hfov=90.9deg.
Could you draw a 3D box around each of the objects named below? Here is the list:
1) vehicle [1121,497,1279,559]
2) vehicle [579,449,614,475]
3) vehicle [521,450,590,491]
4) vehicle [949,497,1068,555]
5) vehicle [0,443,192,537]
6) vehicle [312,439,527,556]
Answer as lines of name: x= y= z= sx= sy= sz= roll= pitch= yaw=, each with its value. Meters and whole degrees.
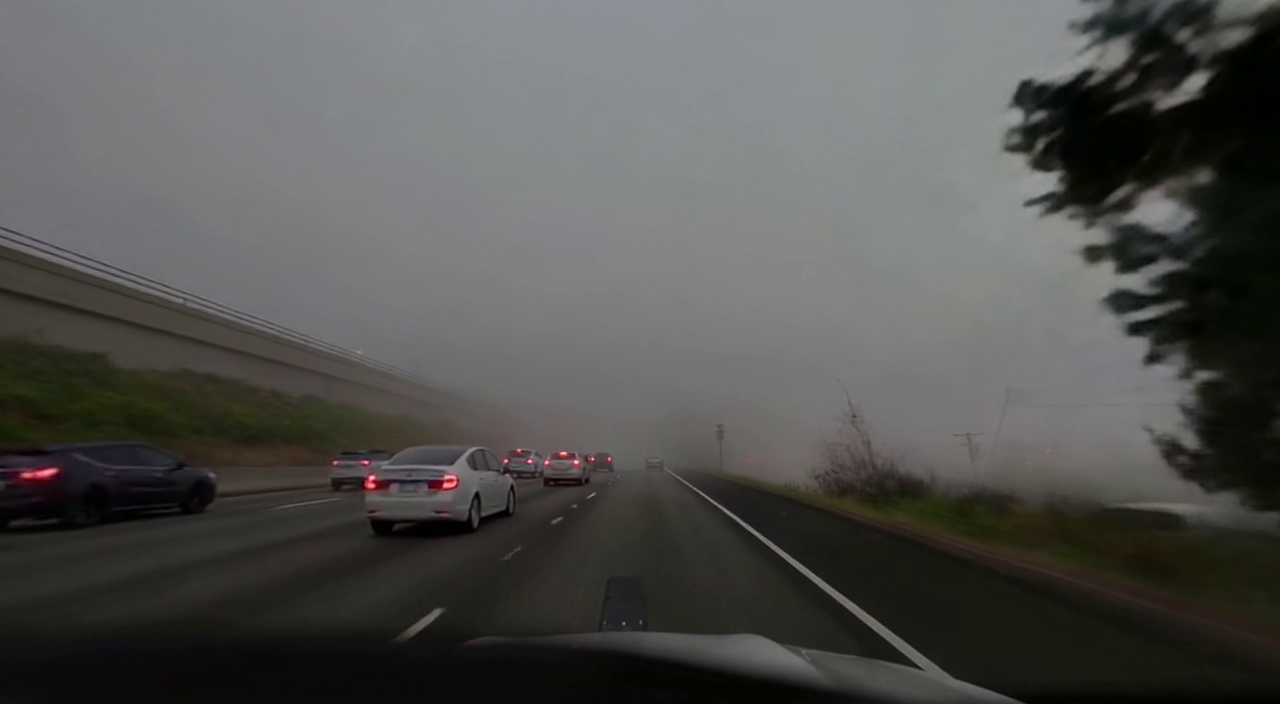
vehicle: x=21.365 y=6.610 z=24.123 sx=1.941 sy=1.715 sz=4.868 roll=1 pitch=-8 yaw=-2
vehicle: x=-3.009 y=7.691 z=44.344 sx=2.052 sy=1.731 sz=4.372 roll=0 pitch=-8 yaw=2
vehicle: x=-3.272 y=4.683 z=25.325 sx=2.056 sy=1.449 sz=4.330 roll=0 pitch=-8 yaw=2
vehicle: x=13.065 y=6.151 z=22.639 sx=1.853 sy=1.586 sz=3.727 roll=1 pitch=-8 yaw=-3
vehicle: x=-11.083 y=2.522 z=12.164 sx=1.981 sy=1.484 sz=3.827 roll=0 pitch=-8 yaw=1
vehicle: x=-3.281 y=2.226 z=10.444 sx=1.939 sy=1.511 sz=4.246 roll=0 pitch=-8 yaw=1
